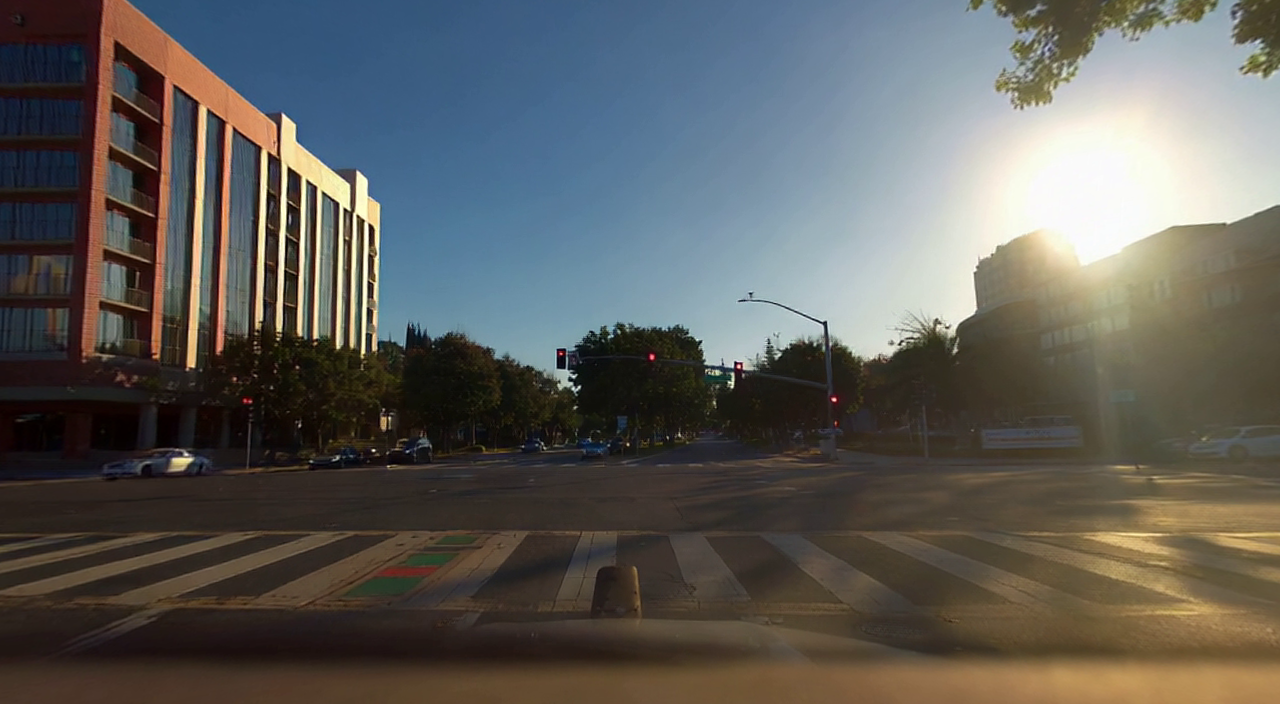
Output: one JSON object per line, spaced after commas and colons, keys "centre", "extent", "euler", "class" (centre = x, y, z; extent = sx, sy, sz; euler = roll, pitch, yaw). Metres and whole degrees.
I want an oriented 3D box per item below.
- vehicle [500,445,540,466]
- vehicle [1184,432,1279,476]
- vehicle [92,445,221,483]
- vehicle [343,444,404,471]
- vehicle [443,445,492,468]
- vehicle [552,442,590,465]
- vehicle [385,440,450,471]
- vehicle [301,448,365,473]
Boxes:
{"centre": [-8.084, 7.006, 42.615], "extent": [1.910, 1.321, 3.692], "euler": [0, -9, 1], "class": "vehicle"}
{"centre": [22.326, 3.582, 22.235], "extent": [4.474, 1.477, 1.908], "euler": [0, -9, -3], "class": "vehicle"}
{"centre": [-25.350, 5.843, 33.236], "extent": [2.032, 1.839, 4.884], "euler": [-5, -10, 27], "class": "vehicle"}
{"centre": [-18.544, 7.347, 44.012], "extent": [2.237, 1.801, 4.541], "euler": [0, -9, 1], "class": "vehicle"}
{"centre": [-11.623, 7.072, 42.703], "extent": [1.911, 1.476, 4.297], "euler": [-1, -9, 2], "class": "vehicle"}
{"centre": [-4.518, 6.717, 41.685], "extent": [1.954, 1.431, 4.050], "euler": [-1, -9, 2], "class": "vehicle"}
{"centre": [-15.120, 7.036, 43.157], "extent": [2.340, 1.946, 5.450], "euler": [0, -9, 2], "class": "vehicle"}
{"centre": [-21.423, 7.566, 44.129], "extent": [1.929, 1.619, 4.577], "euler": [-1, -9, 4], "class": "vehicle"}
